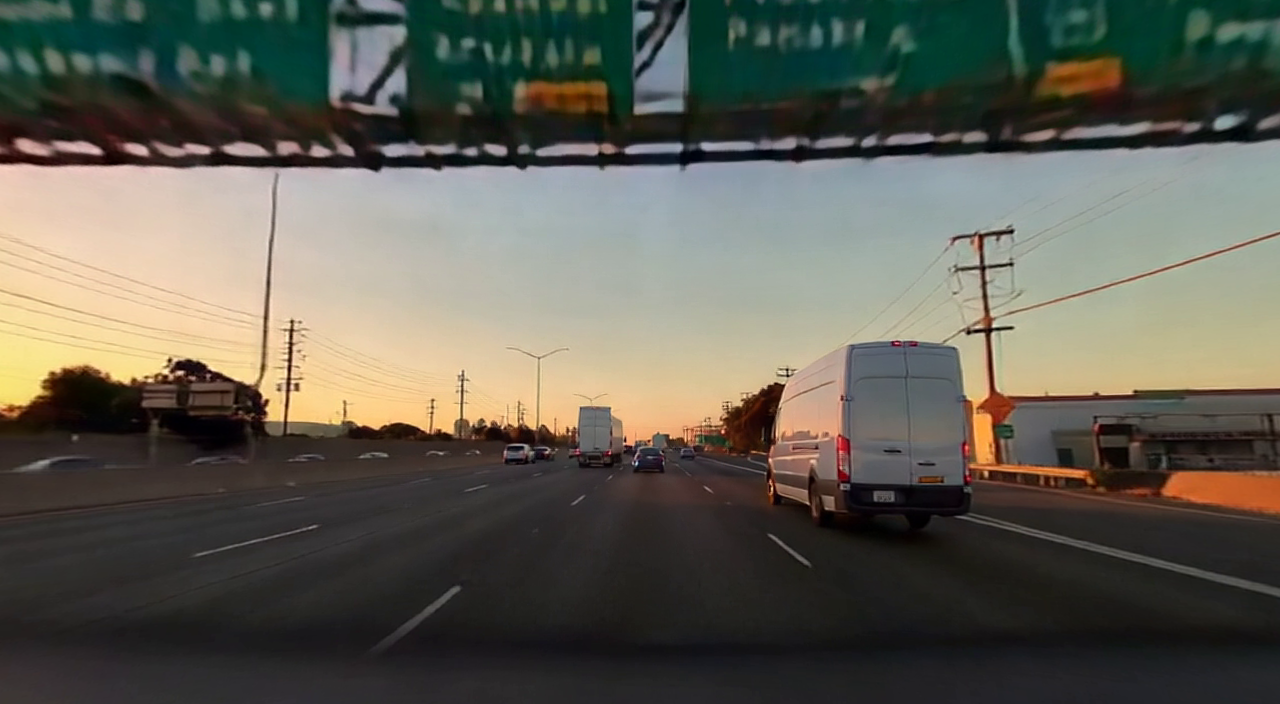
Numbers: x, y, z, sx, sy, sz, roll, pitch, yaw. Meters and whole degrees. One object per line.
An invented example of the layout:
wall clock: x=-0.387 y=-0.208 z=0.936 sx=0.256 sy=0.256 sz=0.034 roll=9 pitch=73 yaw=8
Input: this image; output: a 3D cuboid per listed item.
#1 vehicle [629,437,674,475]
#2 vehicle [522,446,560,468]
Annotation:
vehicle: x=0.601 y=5.560 z=33.933 sx=2.279 sy=1.837 sz=4.747 roll=0 pitch=-8 yaw=1
vehicle: x=-7.015 y=7.439 z=44.983 sx=1.945 sy=1.482 sz=4.109 roll=0 pitch=-8 yaw=1
